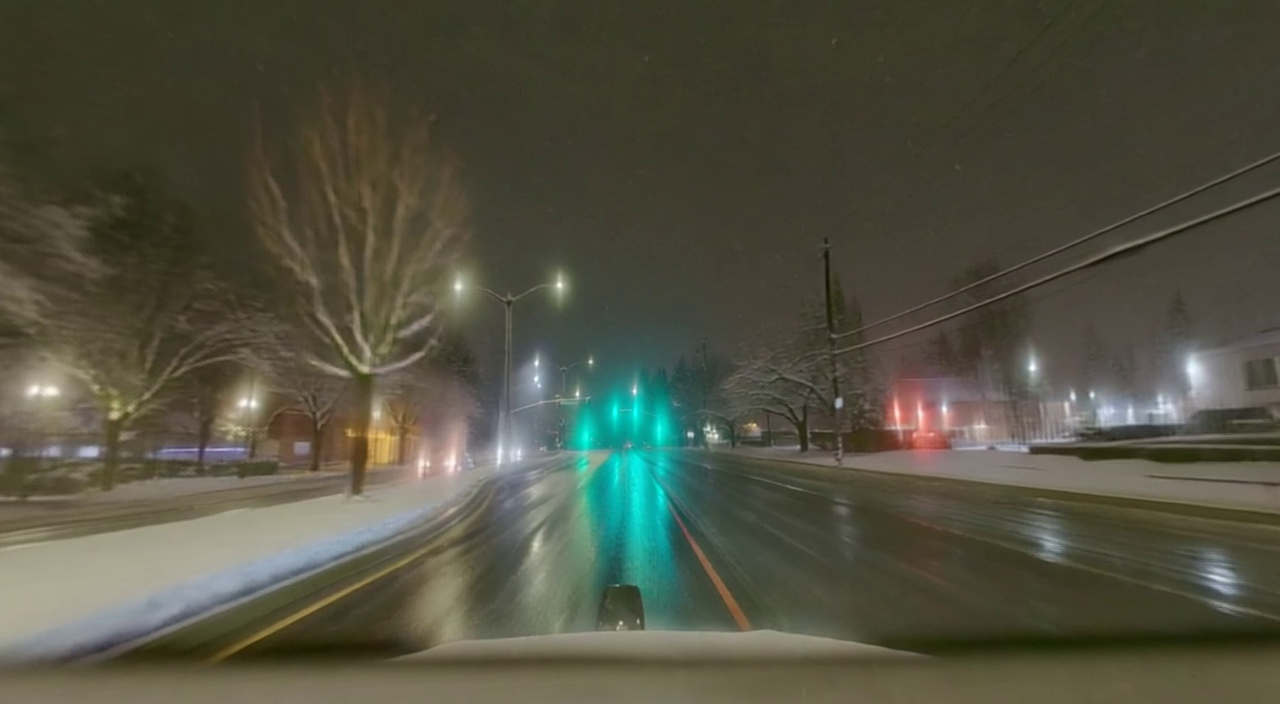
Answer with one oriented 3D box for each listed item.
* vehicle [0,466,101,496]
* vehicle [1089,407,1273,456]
[{"bbox_3d":[-31.014,6.708,33.022,3.801,1.426,1.973,0,-8,-2],"label":"vehicle"},{"bbox_3d":[18.980,2.822,22.335,4.688,1.658,1.950,0,-8,-1],"label":"vehicle"}]
